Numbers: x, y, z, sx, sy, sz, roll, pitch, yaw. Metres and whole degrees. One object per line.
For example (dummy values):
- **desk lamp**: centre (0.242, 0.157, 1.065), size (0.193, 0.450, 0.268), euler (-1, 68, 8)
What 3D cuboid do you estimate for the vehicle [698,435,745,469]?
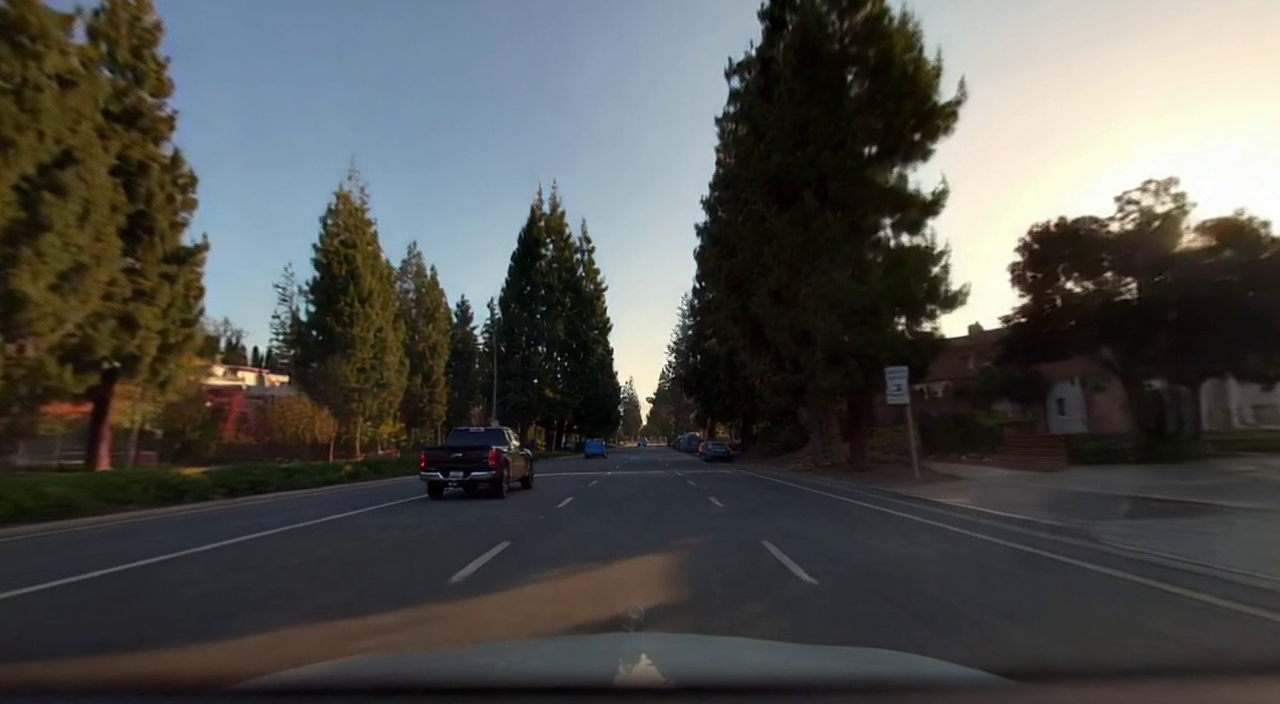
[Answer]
- **vehicle**: centre (4.325, 5.367, 33.993), size (2.016, 1.736, 4.356), euler (0, -8, 1)

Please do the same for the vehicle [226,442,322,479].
- **vehicle**: centre (-16.852, 4.995, 29.305), size (1.881, 1.541, 4.192), euler (0, -8, 1)

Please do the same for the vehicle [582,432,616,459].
- **vehicle**: centre (-3.178, 7.323, 49.444), size (2.230, 1.987, 4.385), euler (0, -8, 2)

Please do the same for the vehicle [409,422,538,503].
- **vehicle**: centre (-4.017, 2.758, 16.149), size (2.002, 1.747, 4.728), euler (0, -8, 0)
